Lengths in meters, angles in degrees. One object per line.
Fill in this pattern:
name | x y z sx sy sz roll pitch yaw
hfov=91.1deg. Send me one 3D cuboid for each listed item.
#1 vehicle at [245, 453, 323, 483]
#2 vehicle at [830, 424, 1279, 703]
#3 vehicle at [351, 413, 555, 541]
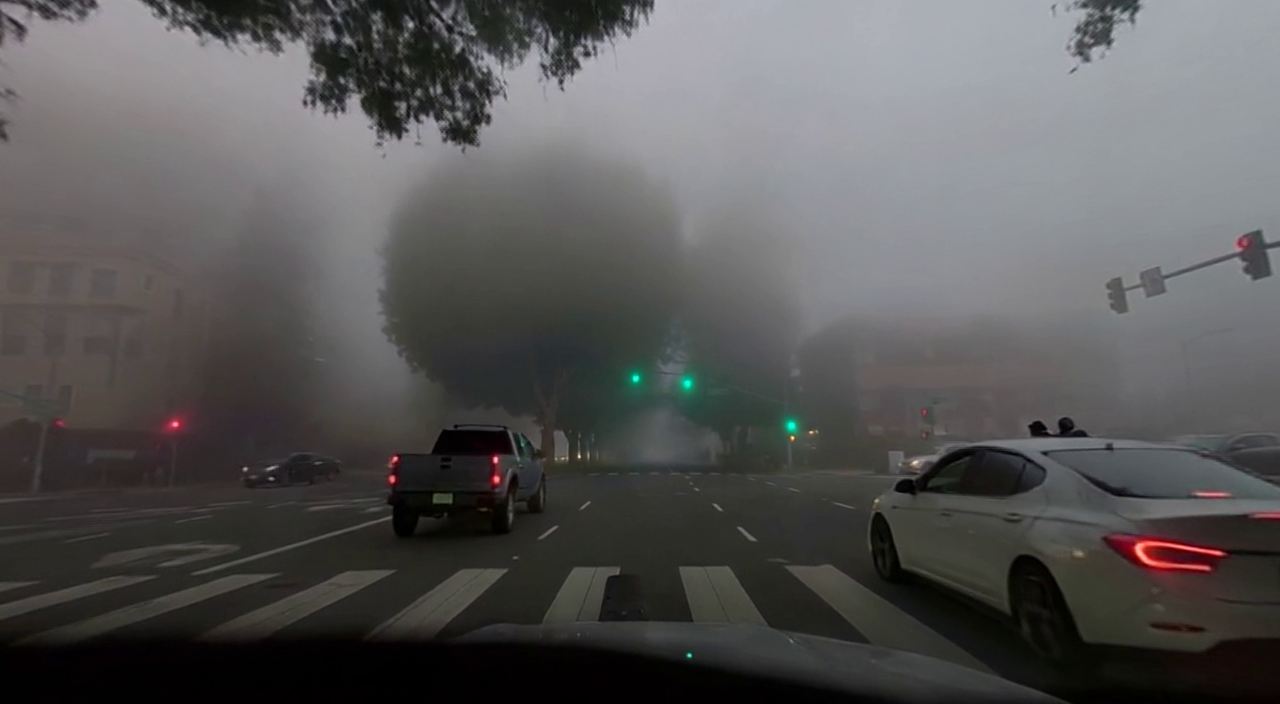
vehicle | -22.082 7.197 39.206 1.908 1.642 4.910 0 -8 1
vehicle | 3.211 1.383 5.017 1.990 1.454 4.490 0 -8 0
vehicle | -3.147 2.247 11.972 2.231 1.898 4.985 0 -8 1
